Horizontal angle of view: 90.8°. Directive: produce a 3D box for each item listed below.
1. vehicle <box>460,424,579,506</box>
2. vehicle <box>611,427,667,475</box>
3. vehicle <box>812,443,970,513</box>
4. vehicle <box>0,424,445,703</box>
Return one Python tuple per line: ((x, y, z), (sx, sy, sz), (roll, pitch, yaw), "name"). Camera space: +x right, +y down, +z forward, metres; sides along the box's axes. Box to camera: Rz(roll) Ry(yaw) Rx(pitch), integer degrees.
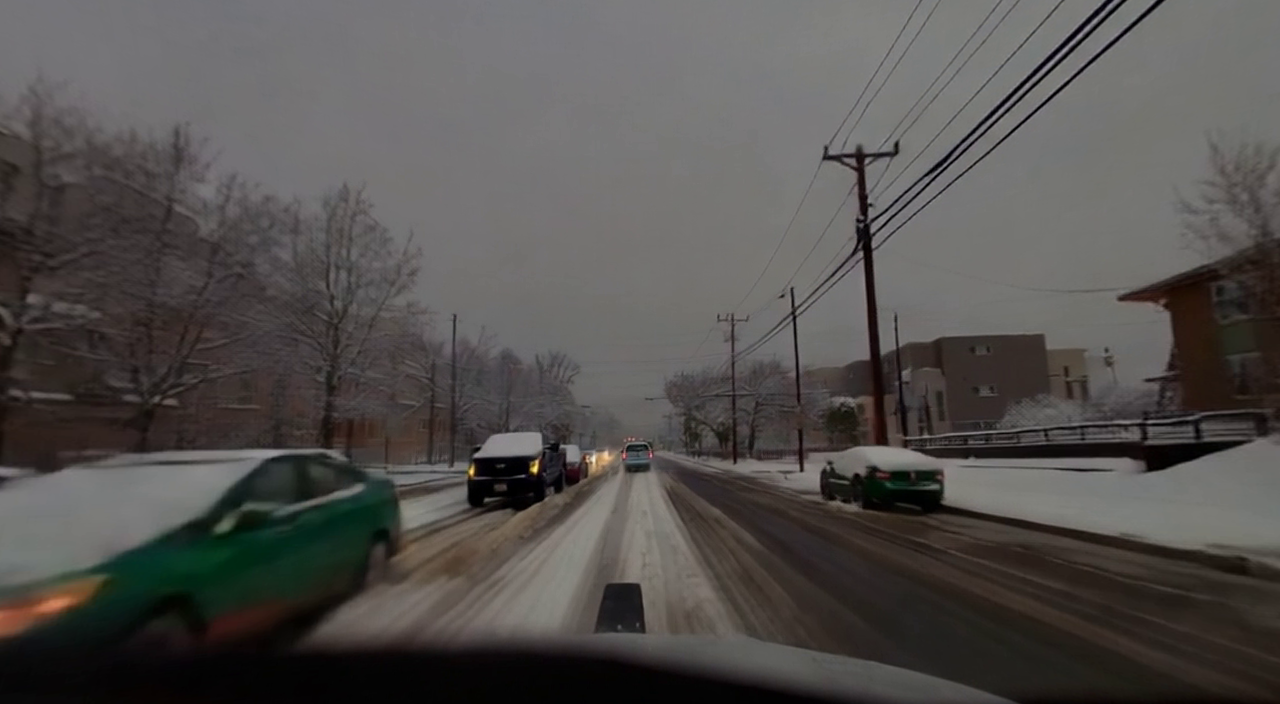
((-2.996, 2.959, 16.964), (2.178, 1.861, 4.920), (0, -8, 0), "vehicle")
((-0.009, 4.494, 28.489), (2.308, 1.940, 4.125), (-1, -10, 1), "vehicle")
((6.083, 3.084, 16.066), (1.943, 1.490, 4.783), (0, -8, -2), "vehicle")
((-3.296, 1.375, 4.849), (2.057, 1.476, 4.593), (0, -8, 1), "vehicle")
